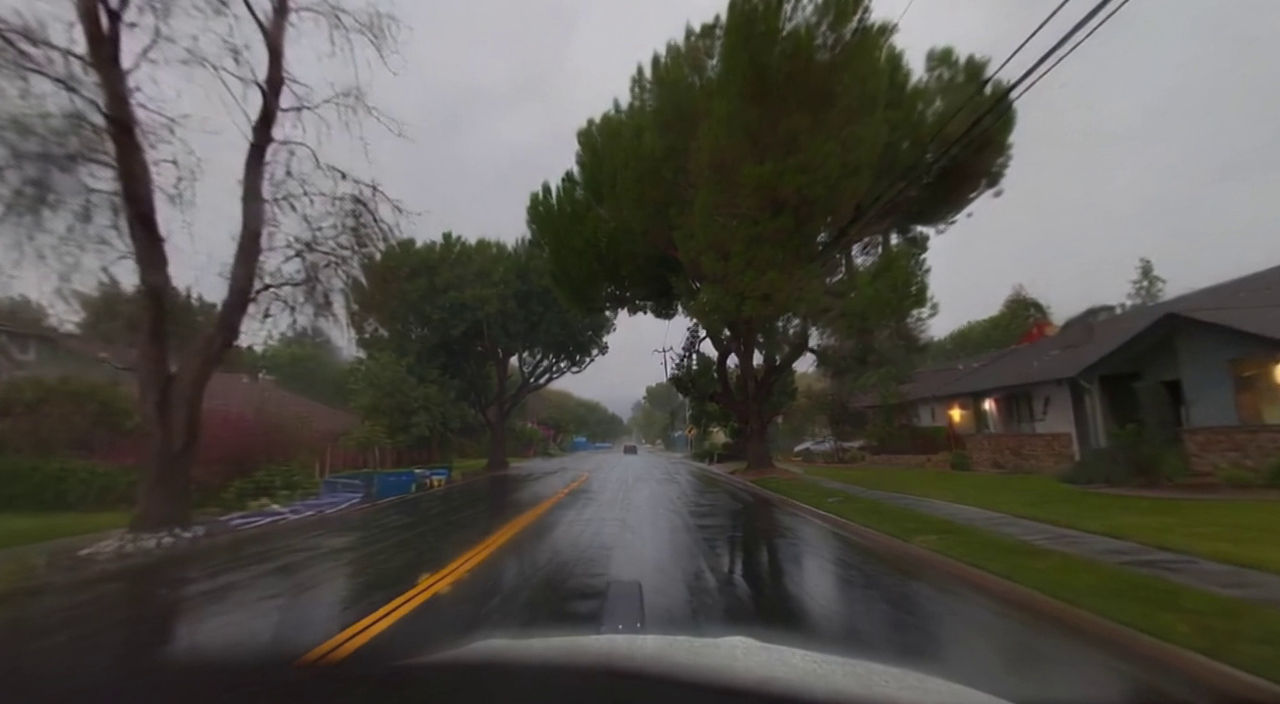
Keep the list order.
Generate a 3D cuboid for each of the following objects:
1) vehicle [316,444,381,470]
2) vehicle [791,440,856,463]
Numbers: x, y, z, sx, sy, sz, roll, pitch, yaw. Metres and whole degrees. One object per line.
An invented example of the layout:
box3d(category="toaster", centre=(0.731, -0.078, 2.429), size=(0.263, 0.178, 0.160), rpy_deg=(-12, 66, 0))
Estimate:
box3d(category="vehicle", centre=(-19.673, 7.093, 42.631), size=(3.834, 1.615, 1.872), rpy_deg=(-4, -11, 27))
box3d(category="vehicle", centre=(14.374, 7.783, 49.469), size=(4.493, 1.690, 1.944), rpy_deg=(-5, -10, 30))
